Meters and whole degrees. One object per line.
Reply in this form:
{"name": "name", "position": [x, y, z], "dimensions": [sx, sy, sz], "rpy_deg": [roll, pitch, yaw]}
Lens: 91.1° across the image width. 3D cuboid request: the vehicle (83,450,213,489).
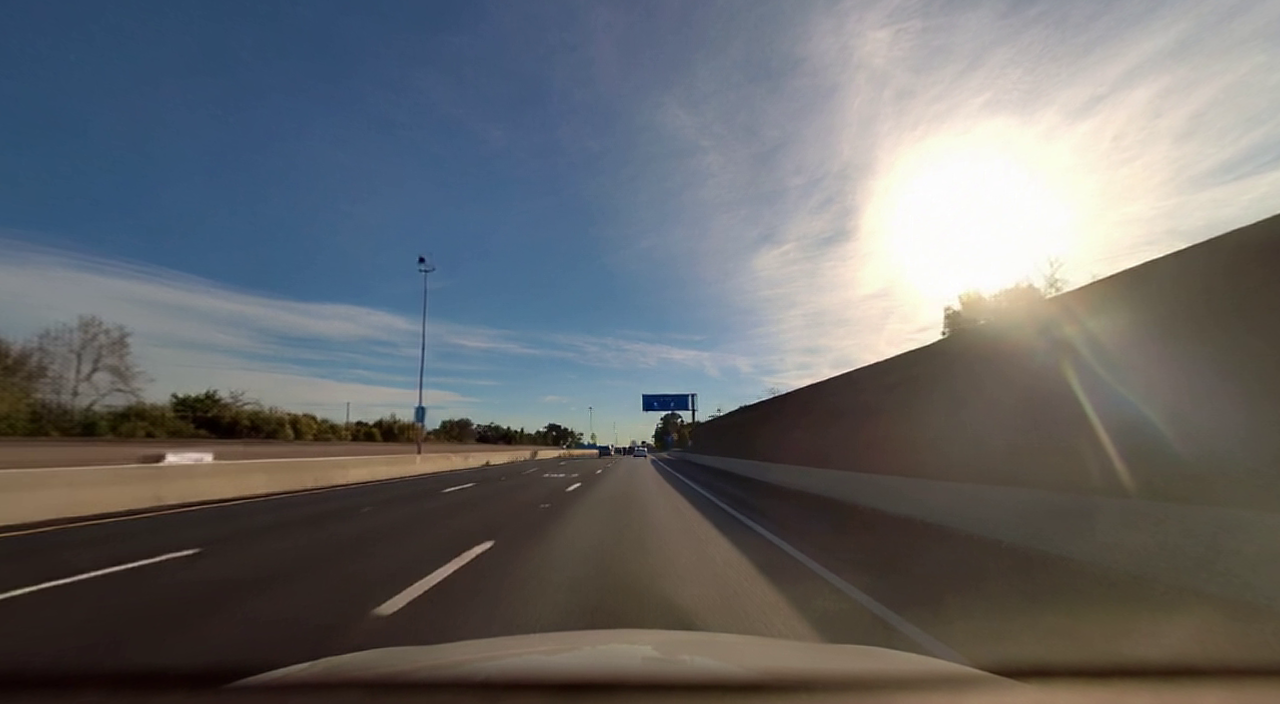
{"name": "vehicle", "position": [-20.706, 4.932, 26.767], "dimensions": [1.867, 1.452, 4.519], "rpy_deg": [0, -9, 0]}
